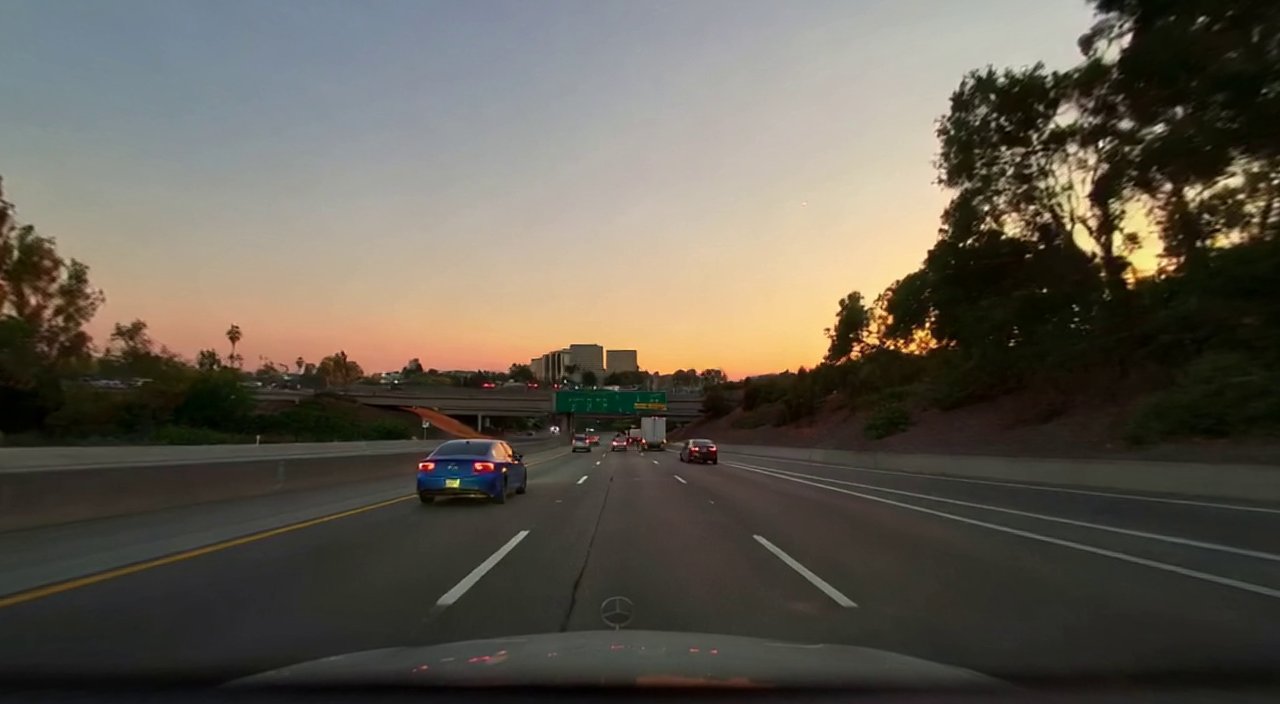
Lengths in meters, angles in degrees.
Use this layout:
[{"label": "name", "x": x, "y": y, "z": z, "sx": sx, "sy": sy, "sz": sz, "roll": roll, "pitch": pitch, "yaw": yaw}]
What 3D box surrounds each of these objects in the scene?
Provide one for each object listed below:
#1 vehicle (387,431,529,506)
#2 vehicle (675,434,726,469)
[{"label": "vehicle", "x": -4.027, "y": 2.645, "z": 14.805, "sx": 2.064, "sy": 1.479, "sz": 4.370, "roll": 0, "pitch": -8, "yaw": 0}, {"label": "vehicle", "x": 2.993, "y": 5.014, "z": 31.956, "sx": 2.001, "sy": 1.625, "sz": 4.088, "roll": 0, "pitch": -8, "yaw": -2}]
